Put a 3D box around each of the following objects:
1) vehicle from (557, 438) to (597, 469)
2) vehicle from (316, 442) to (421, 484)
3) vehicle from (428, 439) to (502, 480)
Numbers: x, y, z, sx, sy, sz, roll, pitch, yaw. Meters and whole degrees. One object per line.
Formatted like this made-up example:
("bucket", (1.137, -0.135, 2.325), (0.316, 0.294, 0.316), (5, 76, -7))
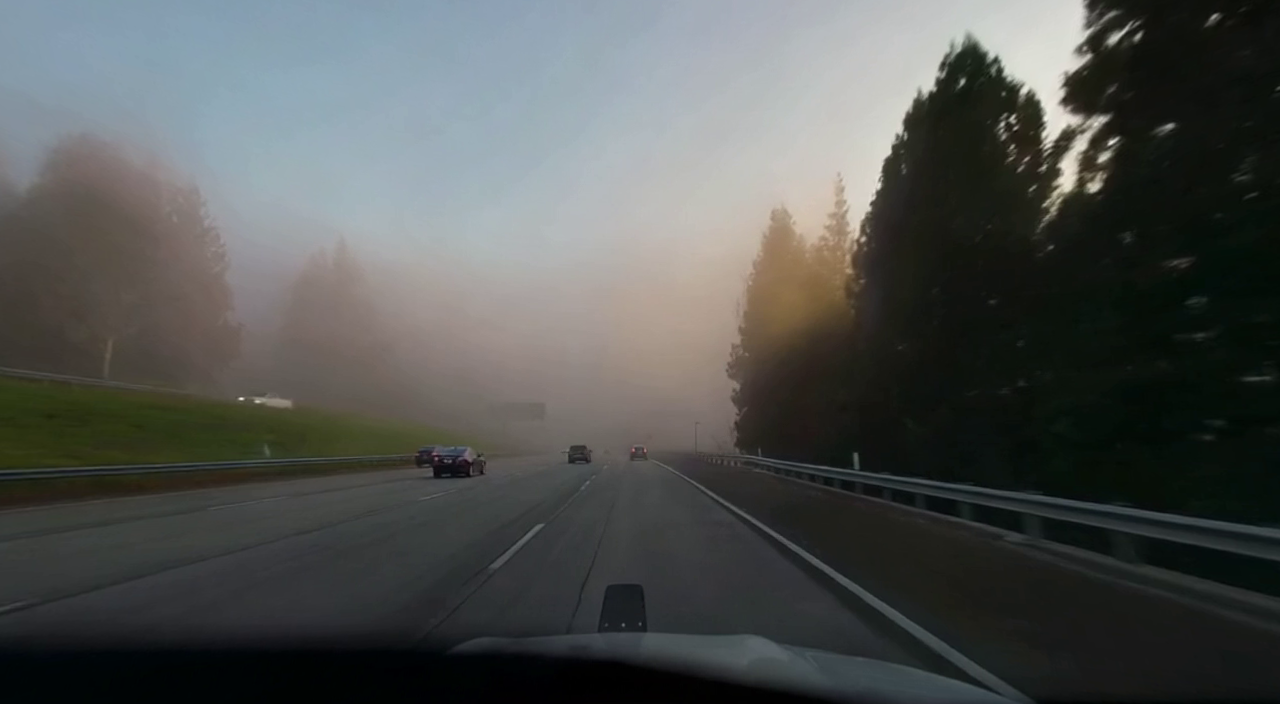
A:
("vehicle", (-3.946, 6.464, 40.105), (2.138, 1.833, 4.622), (0, -8, -1))
("vehicle", (-11.092, 4.537, 26.149), (2.100, 1.537, 5.092), (0, -8, 0))
("vehicle", (-7.579, 4.686, 27.718), (2.015, 1.651, 4.432), (0, -8, 0))
